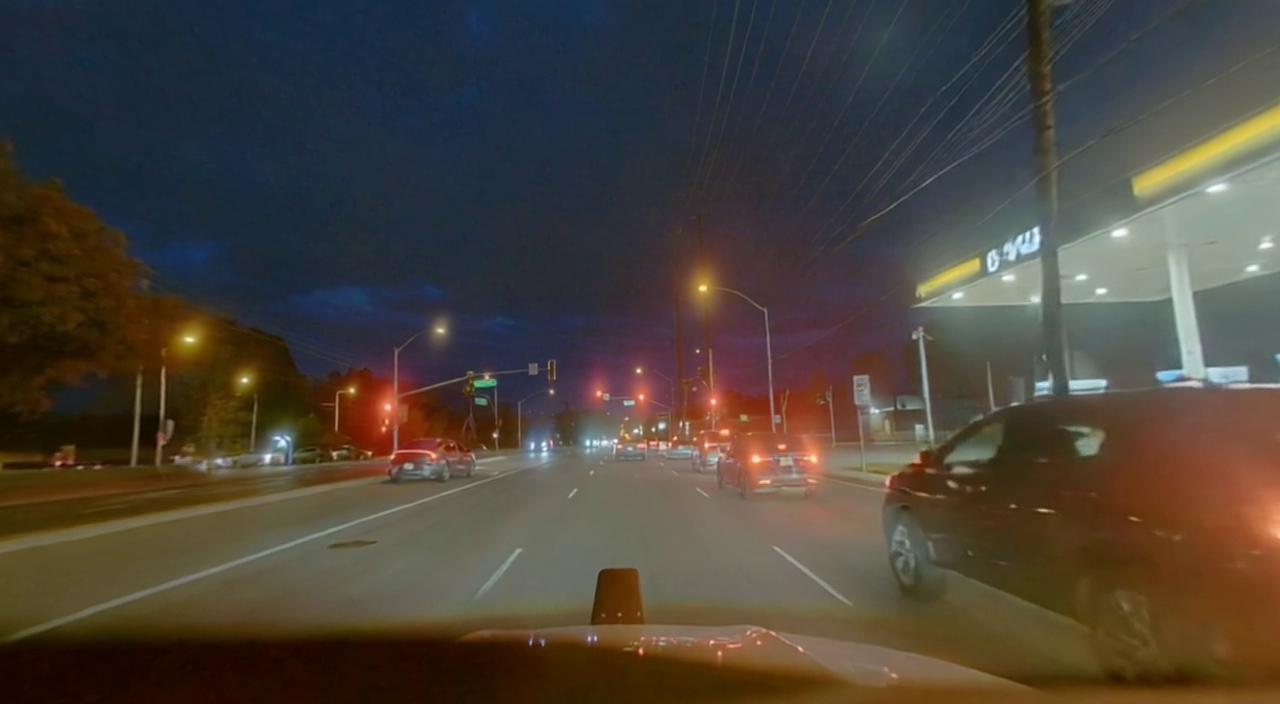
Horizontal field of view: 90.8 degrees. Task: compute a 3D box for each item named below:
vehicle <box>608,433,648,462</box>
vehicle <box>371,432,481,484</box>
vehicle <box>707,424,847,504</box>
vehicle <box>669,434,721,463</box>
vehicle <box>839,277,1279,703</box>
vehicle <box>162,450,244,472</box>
[{"bbox_3d":[-0.685,5.261,35.050,2.065,1.484,3.894,0,-8,-2],"label":"vehicle"},{"bbox_3d":[-6.683,3.330,20.285,2.075,1.470,4.190,0,-8,0],"label":"vehicle"},{"bbox_3d":[2.816,2.413,14.115,1.945,1.470,4.363,0,-8,-3],"label":"vehicle"},{"bbox_3d":[2.853,5.127,33.853,2.208,1.436,4.542,0,-8,-2],"label":"vehicle"},{"bbox_3d":[3.205,0.903,3.961,2.124,1.824,4.973,0,-8,-2],"label":"vehicle"},{"bbox_3d":[-33.858,8.408,49.029,4.989,1.567,2.075,-1,-8,8],"label":"vehicle"}]
